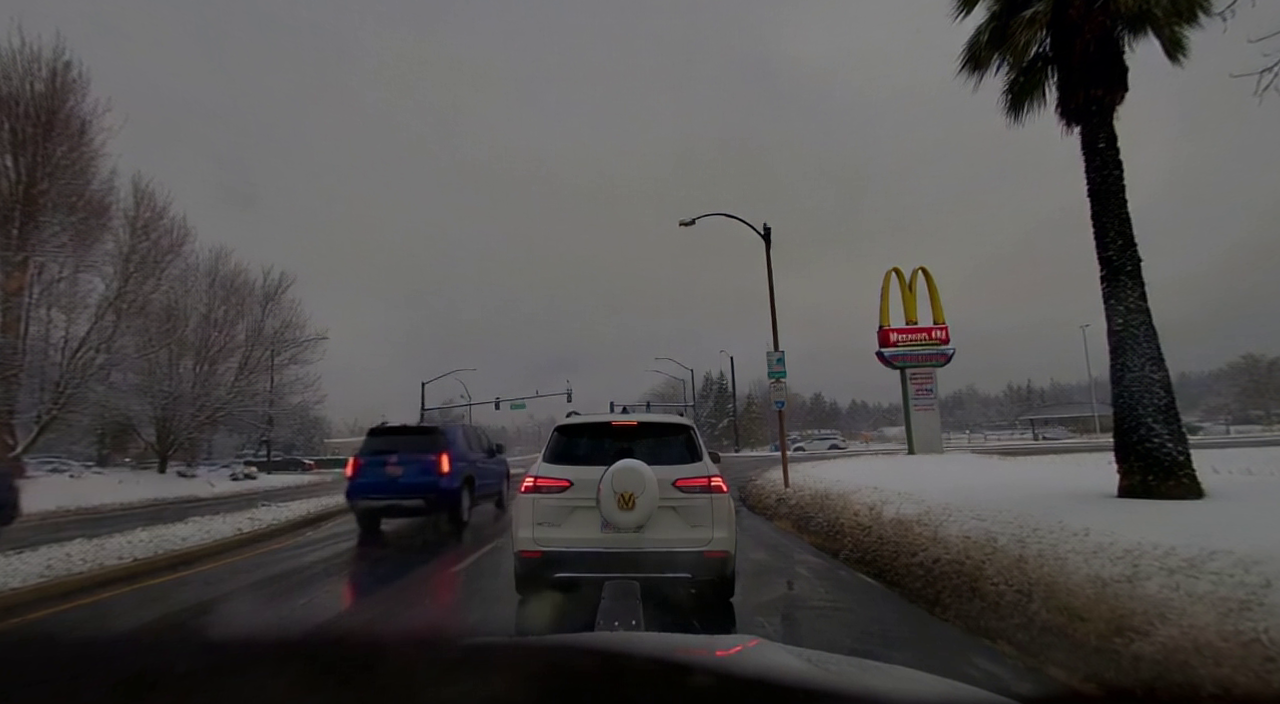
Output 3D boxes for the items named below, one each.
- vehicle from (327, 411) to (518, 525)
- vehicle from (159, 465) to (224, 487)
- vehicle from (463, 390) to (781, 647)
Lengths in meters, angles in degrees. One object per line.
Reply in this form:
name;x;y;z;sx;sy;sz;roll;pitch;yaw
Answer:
vehicle;-4.288;2.403;13.615;2.344;1.980;5.009;0;-9;0
vehicle;-33.313;9.204;47.022;1.792;1.439;3.952;-1;-9;3
vehicle;-0.142;1.418;6.322;2.137;1.728;3.926;0;-9;-1
